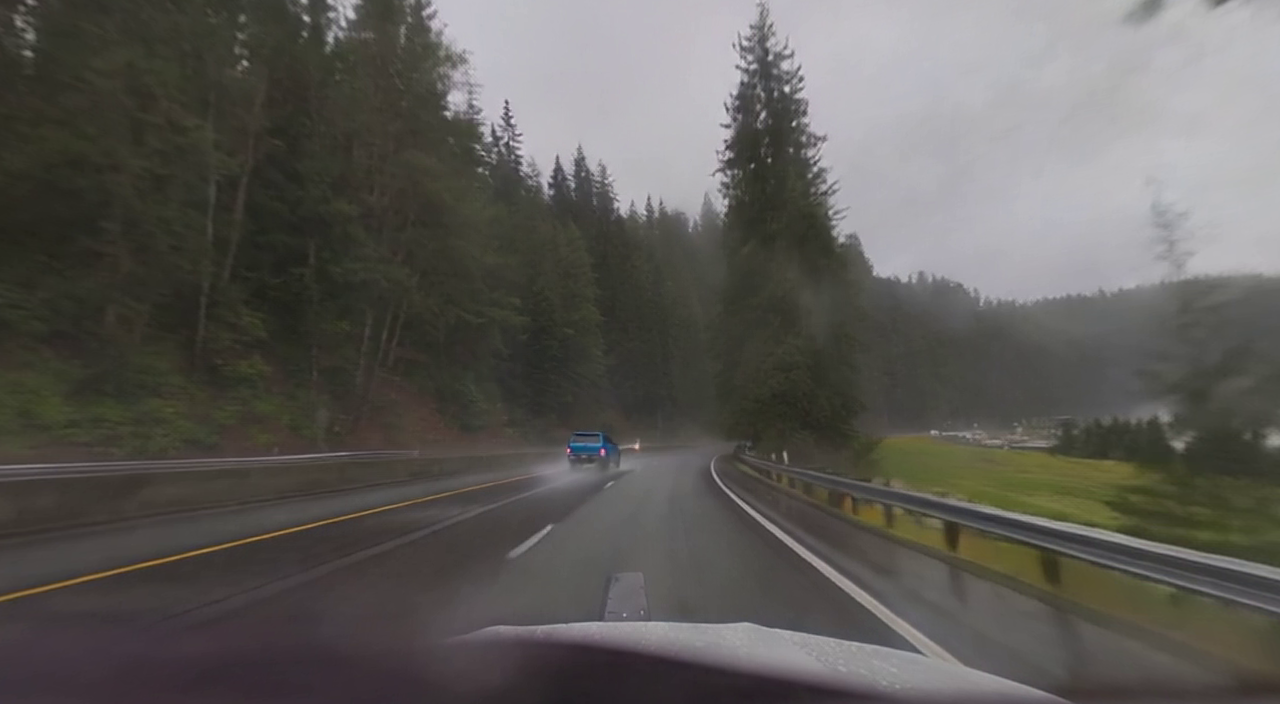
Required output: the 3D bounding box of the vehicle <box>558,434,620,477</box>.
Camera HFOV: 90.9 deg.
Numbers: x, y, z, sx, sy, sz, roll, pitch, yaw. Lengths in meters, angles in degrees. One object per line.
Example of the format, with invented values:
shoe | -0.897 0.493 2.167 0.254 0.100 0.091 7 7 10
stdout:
vehicle | -2.169 4.604 28.236 2.005 1.752 4.479 -1 -8 5
